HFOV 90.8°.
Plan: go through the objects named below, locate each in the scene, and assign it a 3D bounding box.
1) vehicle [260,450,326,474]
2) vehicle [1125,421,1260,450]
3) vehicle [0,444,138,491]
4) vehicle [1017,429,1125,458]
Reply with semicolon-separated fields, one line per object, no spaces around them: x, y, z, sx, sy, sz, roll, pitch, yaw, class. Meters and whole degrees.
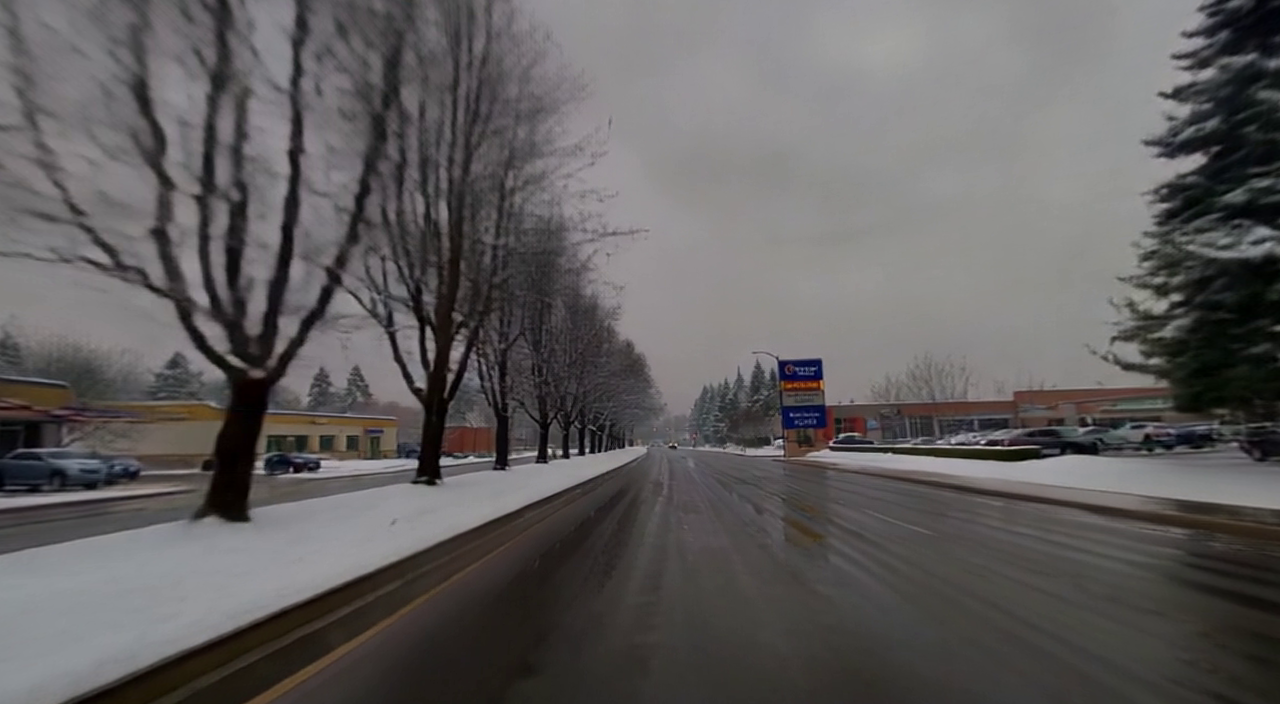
-24.139;7.622;43.896;4.605;1.509;1.845;-5;-10;31;vehicle
34.984;5.341;40.201;6.073;1.758;2.439;-1;-9;4;vehicle
-27.665;5.388;29.894;2.139;1.987;5.536;-5;-10;32;vehicle
21.698;4.635;31.944;4.095;1.386;1.784;0;-8;2;vehicle
